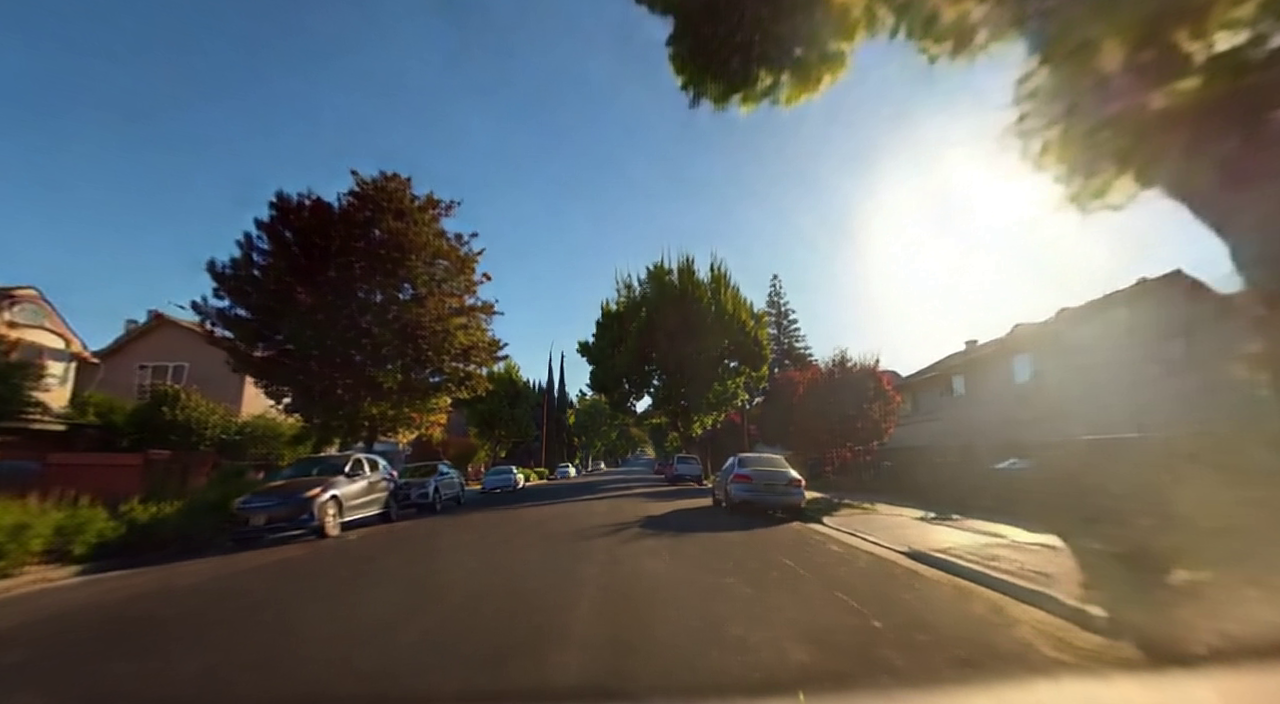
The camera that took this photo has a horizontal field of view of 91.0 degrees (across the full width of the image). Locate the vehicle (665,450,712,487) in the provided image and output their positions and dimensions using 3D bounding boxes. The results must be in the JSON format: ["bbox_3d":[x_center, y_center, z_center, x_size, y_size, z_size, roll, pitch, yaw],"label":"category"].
[{"bbox_3d":[2.657,6.519,35.633,2.262,1.870,4.948,0,-8,0],"label":"vehicle"}]

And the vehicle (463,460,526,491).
[{"bbox_3d":[-7.445,6.436,32.659,2.071,1.481,4.425,0,-11,1],"label":"vehicle"}]

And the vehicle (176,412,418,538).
[{"bbox_3d":[-7.168,2.830,14.208,2.408,2.201,5.646,-1,-13,-2],"label":"vehicle"}]

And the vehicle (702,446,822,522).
[{"bbox_3d":[2.894,3.229,16.059,2.050,1.598,4.590,0,-8,-1],"label":"vehicle"}]
